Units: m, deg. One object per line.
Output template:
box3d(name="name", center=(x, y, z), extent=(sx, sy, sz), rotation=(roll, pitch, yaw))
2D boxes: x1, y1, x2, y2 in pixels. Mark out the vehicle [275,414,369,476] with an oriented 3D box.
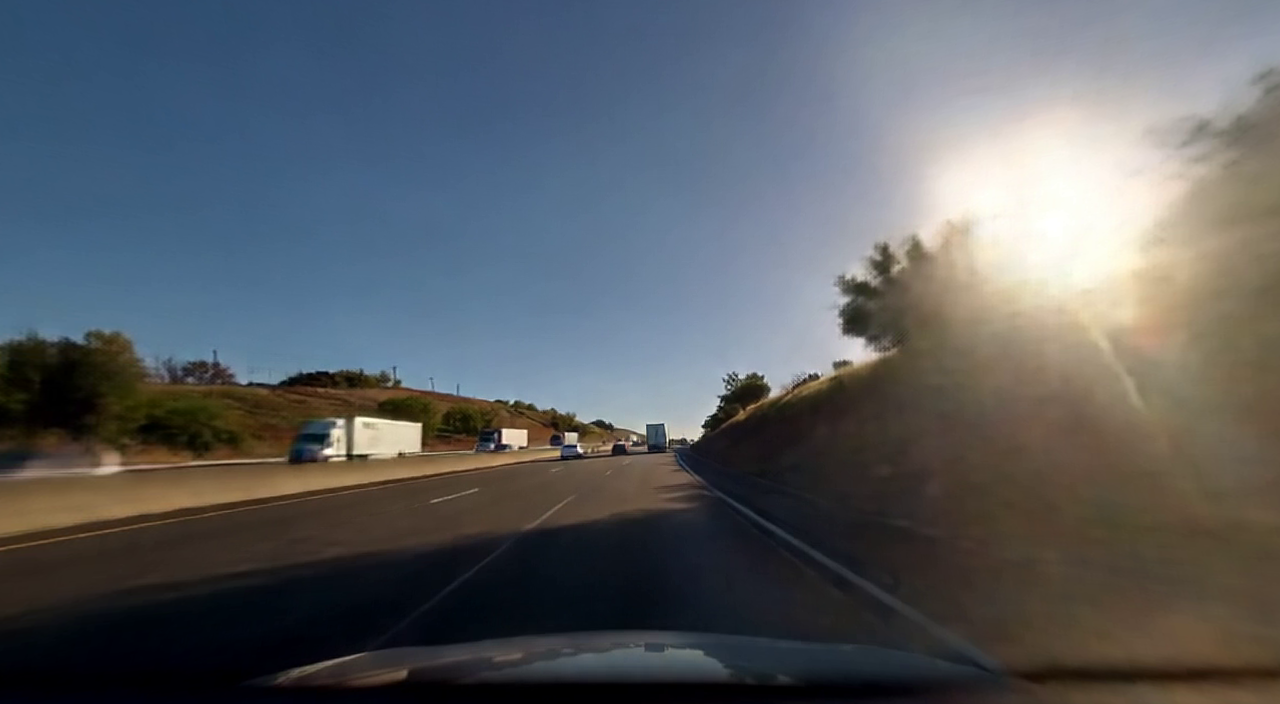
box3d(name="vehicle", center=(-21.874, 6.474, 43.853), extent=(3.121, 3.950, 5.935), rotation=(-1, -9, 2))
